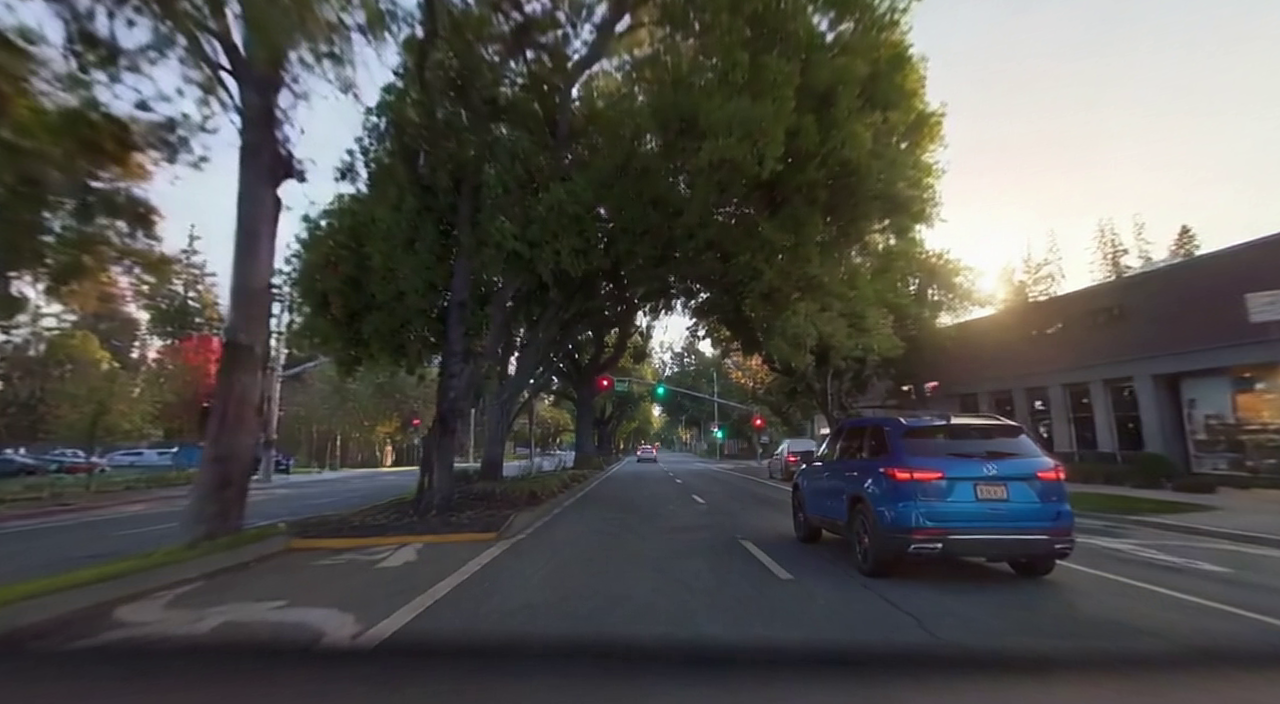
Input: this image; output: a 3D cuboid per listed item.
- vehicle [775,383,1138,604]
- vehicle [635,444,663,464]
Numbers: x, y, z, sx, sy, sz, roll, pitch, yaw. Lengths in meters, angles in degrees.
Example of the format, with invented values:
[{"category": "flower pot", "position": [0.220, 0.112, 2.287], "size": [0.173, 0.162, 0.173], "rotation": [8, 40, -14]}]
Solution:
[{"category": "vehicle", "position": [3.172, 1.526, 7.617], "size": [2.033, 1.865, 4.360], "rotation": [0, -8, -1]}, {"category": "vehicle", "position": [0.742, 7.969, 49.431], "size": [2.131, 1.474, 4.146], "rotation": [0, -8, 1]}]
